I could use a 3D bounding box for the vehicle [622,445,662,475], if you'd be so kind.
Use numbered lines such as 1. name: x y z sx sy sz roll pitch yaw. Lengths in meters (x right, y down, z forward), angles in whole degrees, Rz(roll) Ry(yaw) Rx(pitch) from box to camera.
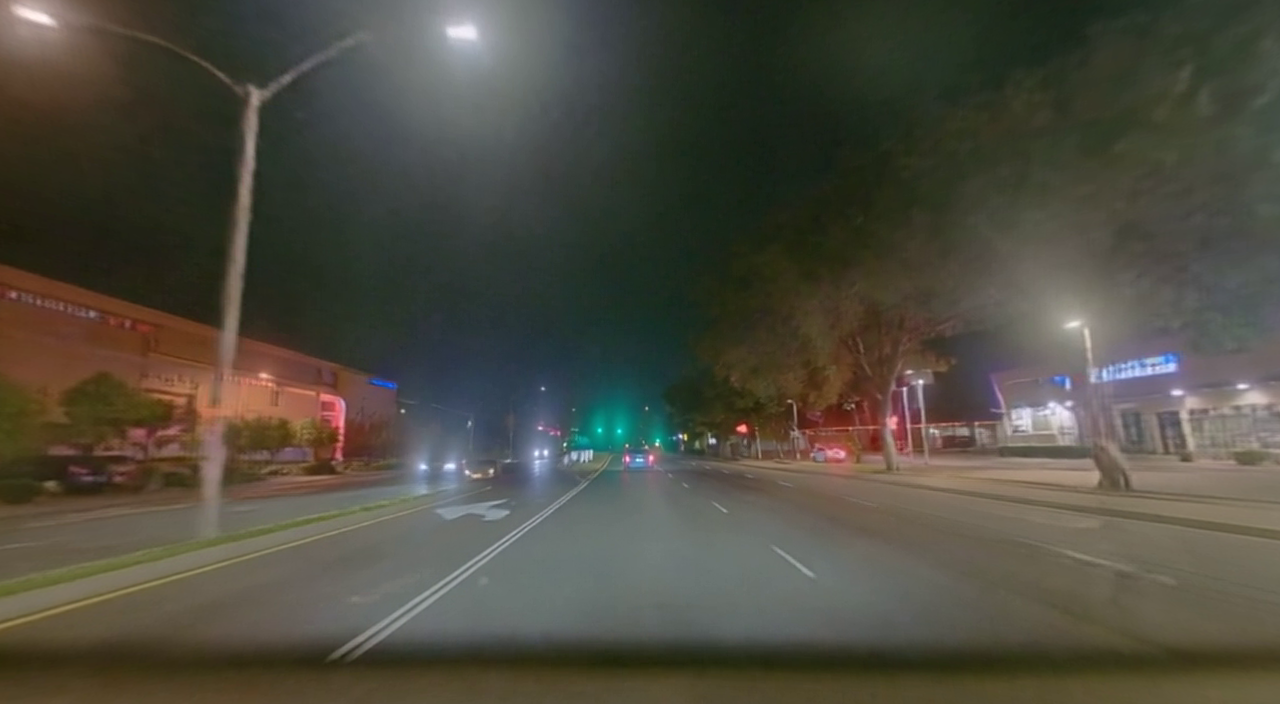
1. vehicle: 0.056 5.724 33.587 1.998 1.452 3.773 0 -8 -2

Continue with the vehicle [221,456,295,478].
1. vehicle: -29.442 8.885 48.643 4.367 1.613 2.004 0 -9 -3

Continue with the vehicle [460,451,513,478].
1. vehicle: -9.262 6.787 38.364 2.072 1.483 4.619 0 -9 0

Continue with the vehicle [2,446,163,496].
1. vehicle: -24.034 5.100 27.546 2.146 1.939 5.462 0 -9 -2

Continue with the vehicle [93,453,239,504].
1. vehicle: -19.334 5.154 26.081 2.072 1.804 5.136 0 -8 0

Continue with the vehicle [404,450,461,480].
1. vehicle: -13.249 7.209 40.523 2.115 1.741 4.733 0 -9 0
